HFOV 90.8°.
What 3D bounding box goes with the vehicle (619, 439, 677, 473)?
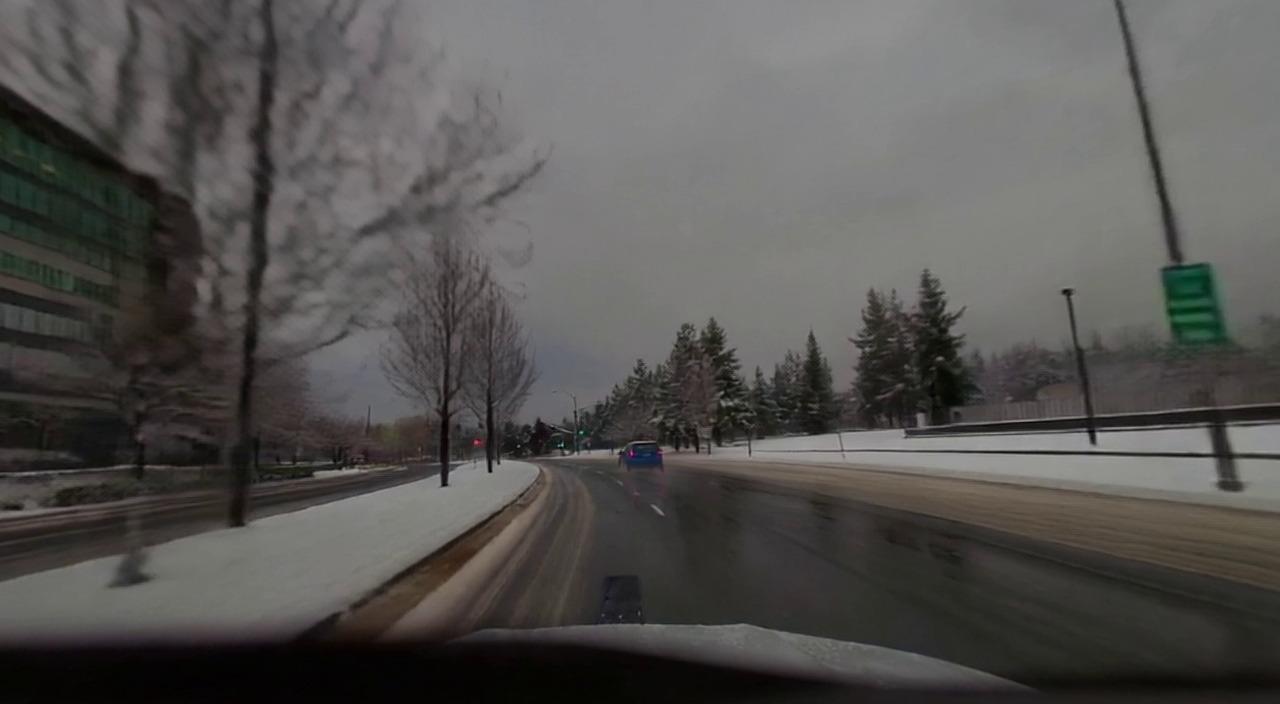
[{"bbox_3d":[0.339,5.318,32.533,2.165,1.633,4.381,1,-9,-10],"label":"vehicle"}]
